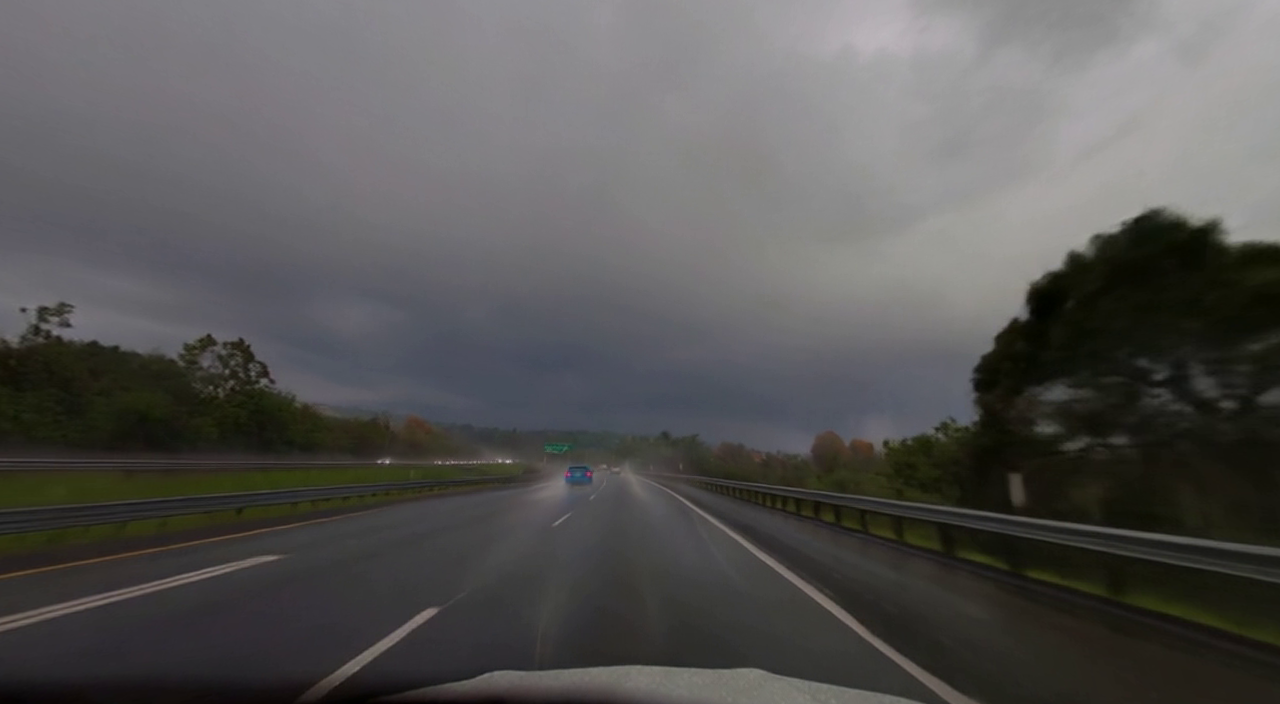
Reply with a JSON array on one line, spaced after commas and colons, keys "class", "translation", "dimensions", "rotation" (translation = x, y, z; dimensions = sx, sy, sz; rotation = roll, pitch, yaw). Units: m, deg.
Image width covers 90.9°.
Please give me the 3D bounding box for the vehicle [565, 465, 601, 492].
[{"class": "vehicle", "translation": [-3.567, 7.992, 39.969], "dimensions": [1.967, 1.556, 4.364], "rotation": [1, -10, -2]}]
